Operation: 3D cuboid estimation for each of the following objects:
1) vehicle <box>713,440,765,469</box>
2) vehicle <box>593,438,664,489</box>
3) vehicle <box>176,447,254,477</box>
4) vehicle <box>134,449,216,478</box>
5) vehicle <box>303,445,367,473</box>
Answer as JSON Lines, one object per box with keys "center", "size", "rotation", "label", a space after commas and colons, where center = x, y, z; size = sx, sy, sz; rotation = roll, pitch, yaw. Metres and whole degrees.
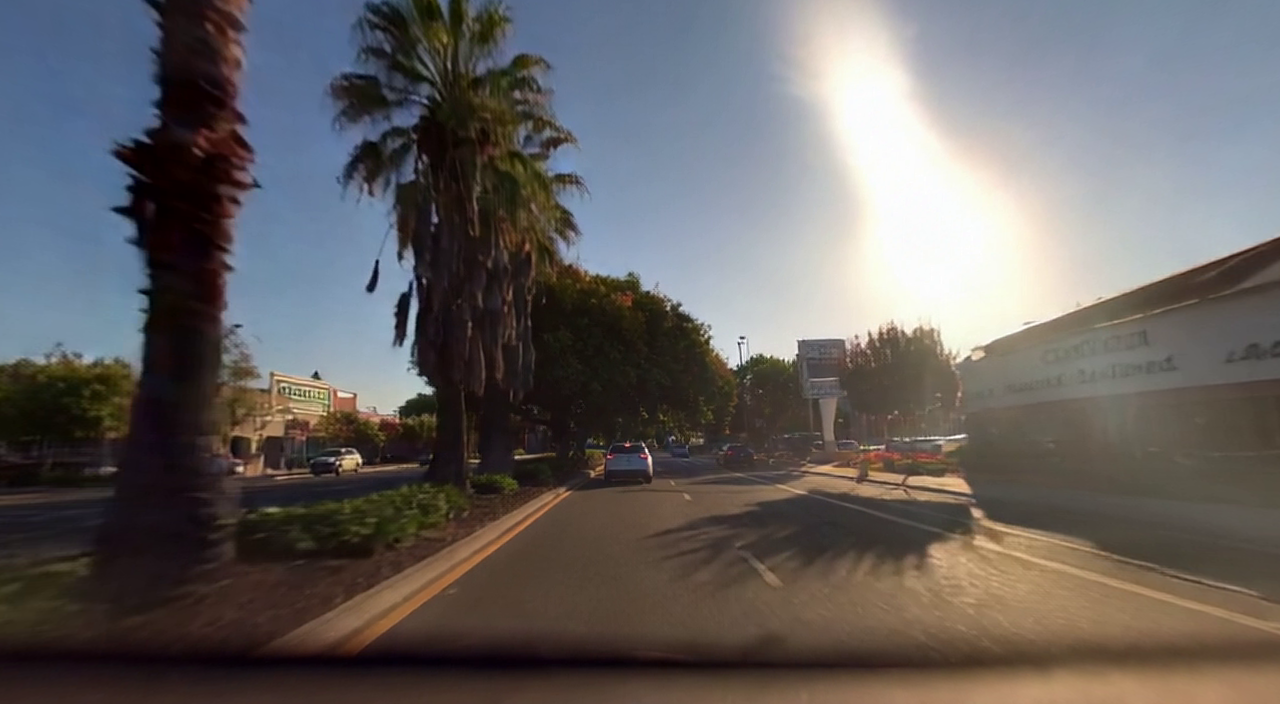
{"center": [5.885, 6.206, 38.260], "size": [2.244, 1.618, 4.585], "rotation": [0, -9, -2], "label": "vehicle"}
{"center": [-0.349, 3.602, 20.756], "size": [2.106, 1.496, 3.964], "rotation": [0, -9, 0], "label": "vehicle"}
{"center": [-27.017, 6.975, 40.319], "size": [1.934, 1.736, 4.341], "rotation": [0, -9, -1], "label": "vehicle"}
{"center": [-29.833, 7.129, 40.690], "size": [2.011, 1.753, 4.066], "rotation": [0, -9, 2], "label": "vehicle"}
{"center": [-19.293, 6.762, 40.223], "size": [2.021, 1.666, 4.247], "rotation": [0, -9, -1], "label": "vehicle"}
